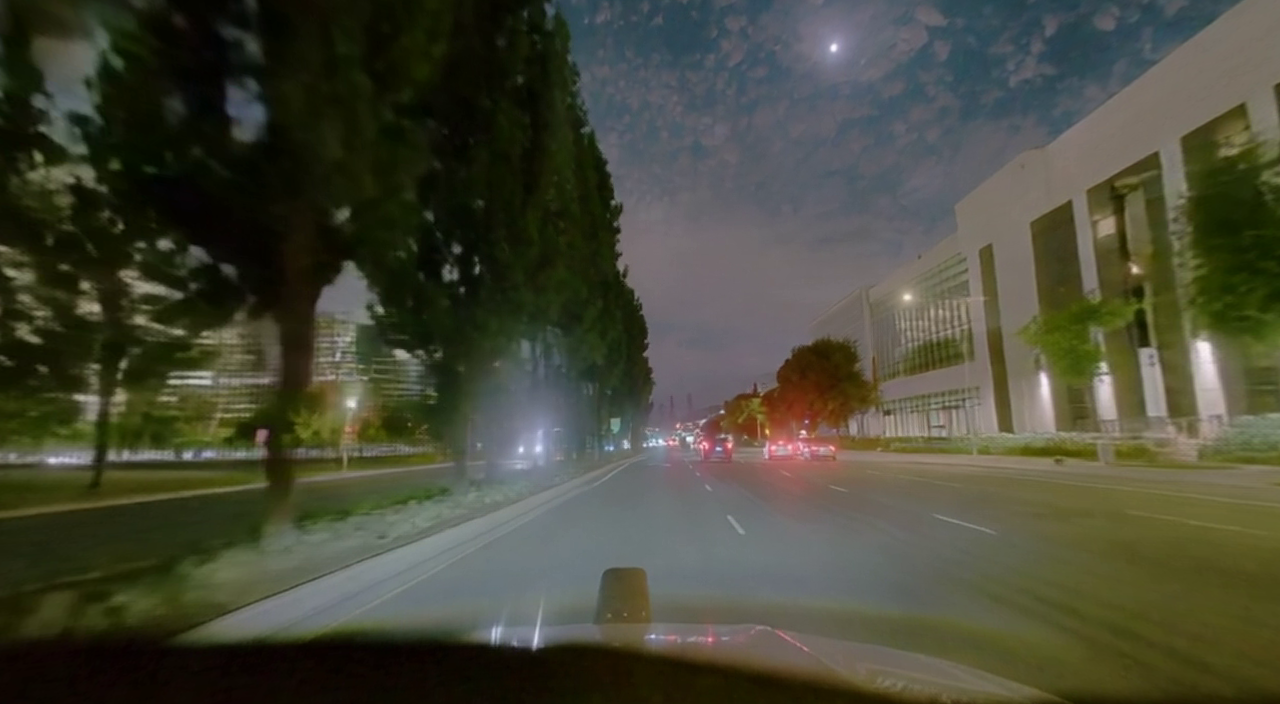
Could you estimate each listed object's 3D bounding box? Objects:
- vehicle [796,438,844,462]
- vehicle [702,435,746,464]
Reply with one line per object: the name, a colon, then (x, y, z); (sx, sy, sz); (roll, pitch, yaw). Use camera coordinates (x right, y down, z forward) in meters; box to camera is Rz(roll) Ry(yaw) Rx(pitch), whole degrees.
vehicle: (11.711, 6.447, 41.345); (1.840, 1.467, 4.731); (-1, -9, 1)
vehicle: (5.197, 6.148, 39.838); (2.216, 1.675, 4.627); (-1, -9, 1)
